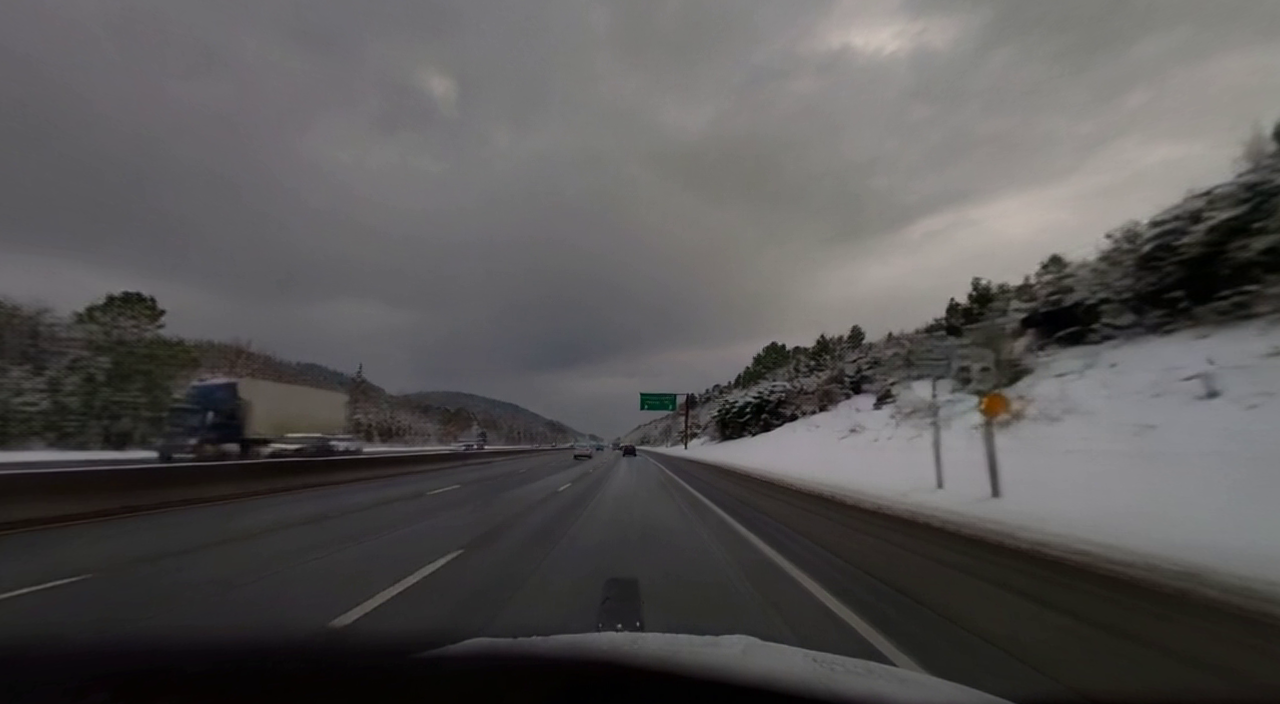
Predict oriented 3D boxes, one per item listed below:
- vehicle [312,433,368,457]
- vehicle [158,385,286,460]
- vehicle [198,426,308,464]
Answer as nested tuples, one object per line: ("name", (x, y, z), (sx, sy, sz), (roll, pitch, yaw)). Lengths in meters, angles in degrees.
("vehicle", (-19.973, 6.238, 42.155), (1.881, 1.480, 3.938), (0, -9, -1))
("vehicle", (-23.807, 4.209, 36.464), (3.000, 3.916, 6.299), (0, -9, -1))
("vehicle", (-16.384, 3.999, 27.033), (1.890, 1.485, 4.491), (0, -9, -1))
